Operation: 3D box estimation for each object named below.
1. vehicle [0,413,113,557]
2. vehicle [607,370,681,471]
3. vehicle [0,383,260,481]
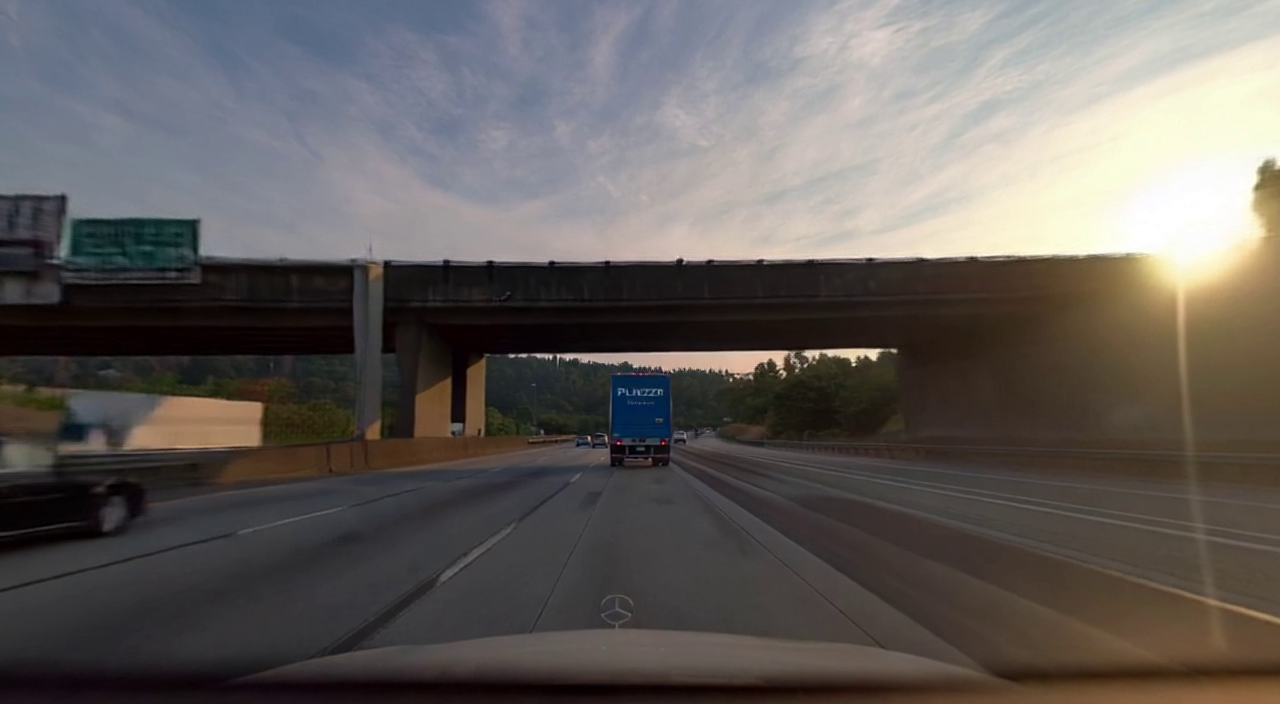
[{"bbox_3d":[-7.995,1.369,6.263,2.041,1.566,3.986,0,-8,-1],"label":"vehicle"},{"bbox_3d":[0.040,3.479,30.767,2.926,3.959,11.818,0,-8,-1],"label":"vehicle"},{"bbox_3d":[-24.747,4.088,31.998,2.858,3.950,12.922,0,-8,0],"label":"vehicle"}]
